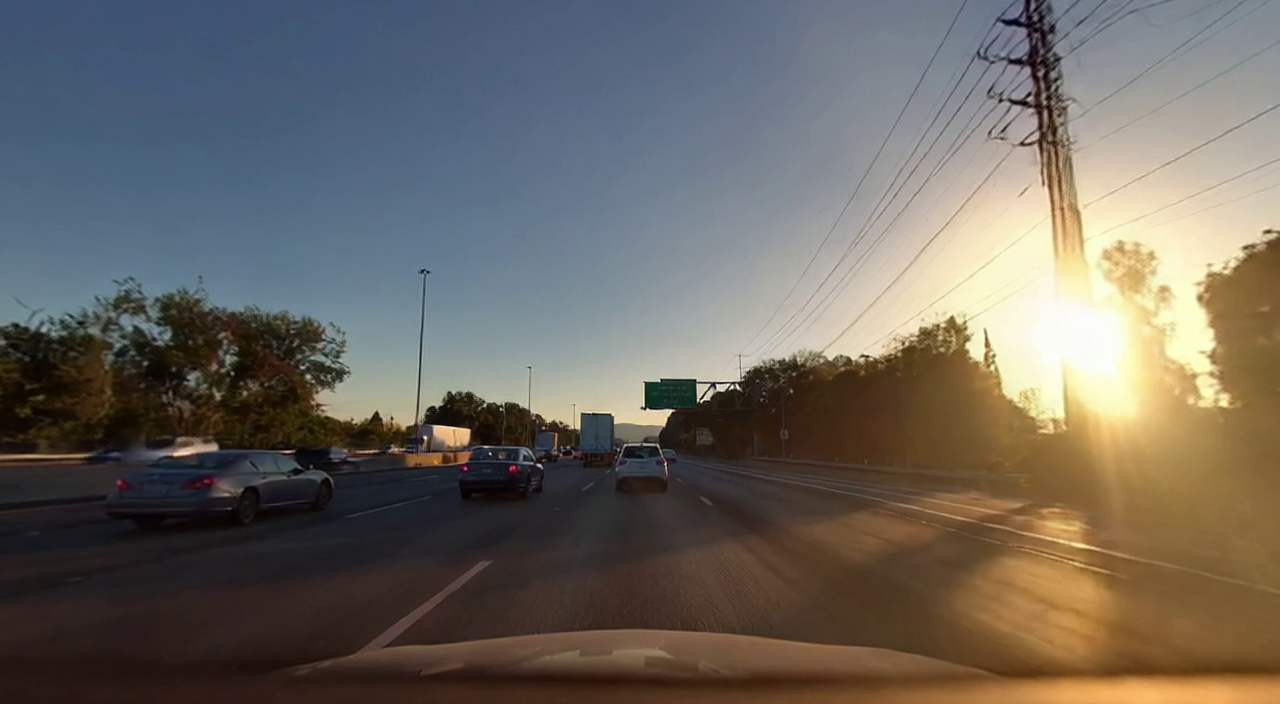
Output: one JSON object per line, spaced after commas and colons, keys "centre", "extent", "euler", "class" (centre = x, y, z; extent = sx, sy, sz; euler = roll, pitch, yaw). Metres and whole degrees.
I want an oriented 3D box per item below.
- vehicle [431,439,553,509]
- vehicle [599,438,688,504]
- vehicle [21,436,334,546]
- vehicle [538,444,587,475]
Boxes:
{"centre": [-3.442, 2.905, 15.523], "extent": [1.912, 1.464, 4.115], "euler": [0, -9, 1], "class": "vehicle"}
{"centre": [0.012, 3.062, 16.699], "extent": [2.018, 1.470, 4.491], "euler": [0, -9, -2], "class": "vehicle"}
{"centre": [-7.305, 2.204, 10.741], "extent": [1.867, 1.445, 4.499], "euler": [0, -9, 1], "class": "vehicle"}
{"centre": [-3.834, 5.377, 31.734], "extent": [2.013, 1.437, 3.801], "euler": [0, -9, 0], "class": "vehicle"}
